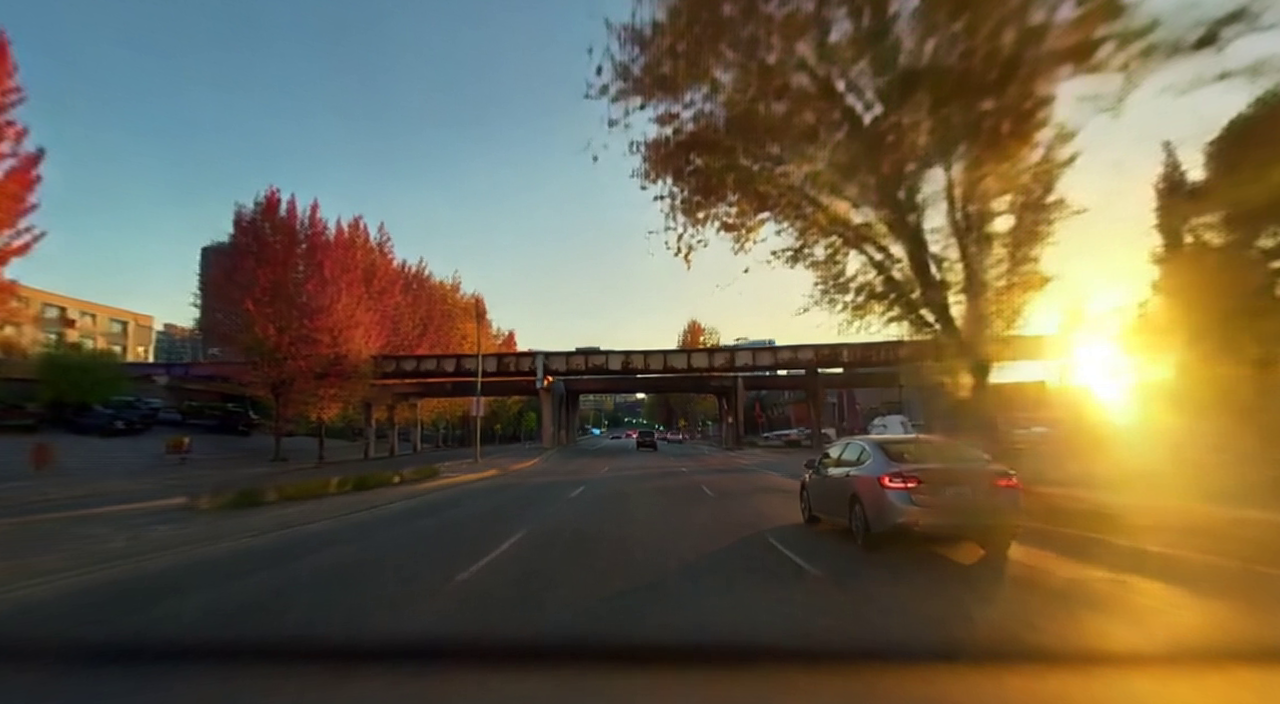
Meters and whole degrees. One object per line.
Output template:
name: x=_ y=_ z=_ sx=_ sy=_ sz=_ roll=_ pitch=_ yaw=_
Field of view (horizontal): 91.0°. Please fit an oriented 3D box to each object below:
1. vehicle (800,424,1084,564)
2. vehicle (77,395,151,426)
vehicle: x=3.939 y=1.927 z=9.303 sx=2.063 sy=1.542 sz=4.420 roll=-1 pitch=-9 yaw=1
vehicle: x=-39.063 y=4.448 z=46.947 sx=2.058 sy=1.936 sz=5.826 roll=2 pitch=-9 yaw=-18
